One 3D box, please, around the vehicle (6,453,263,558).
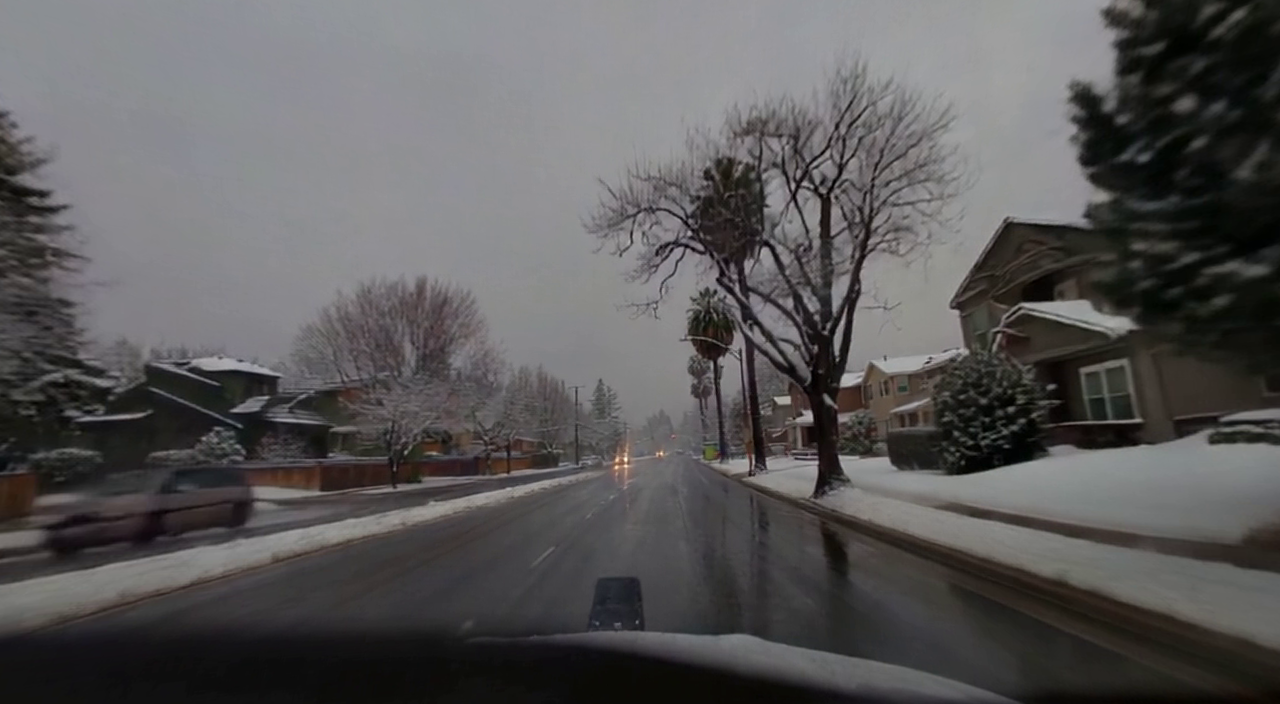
[{"bbox_3d":[-10.819,3.241,14.112,2.001,1.725,4.504,-5,-9,1],"label":"vehicle"}]
